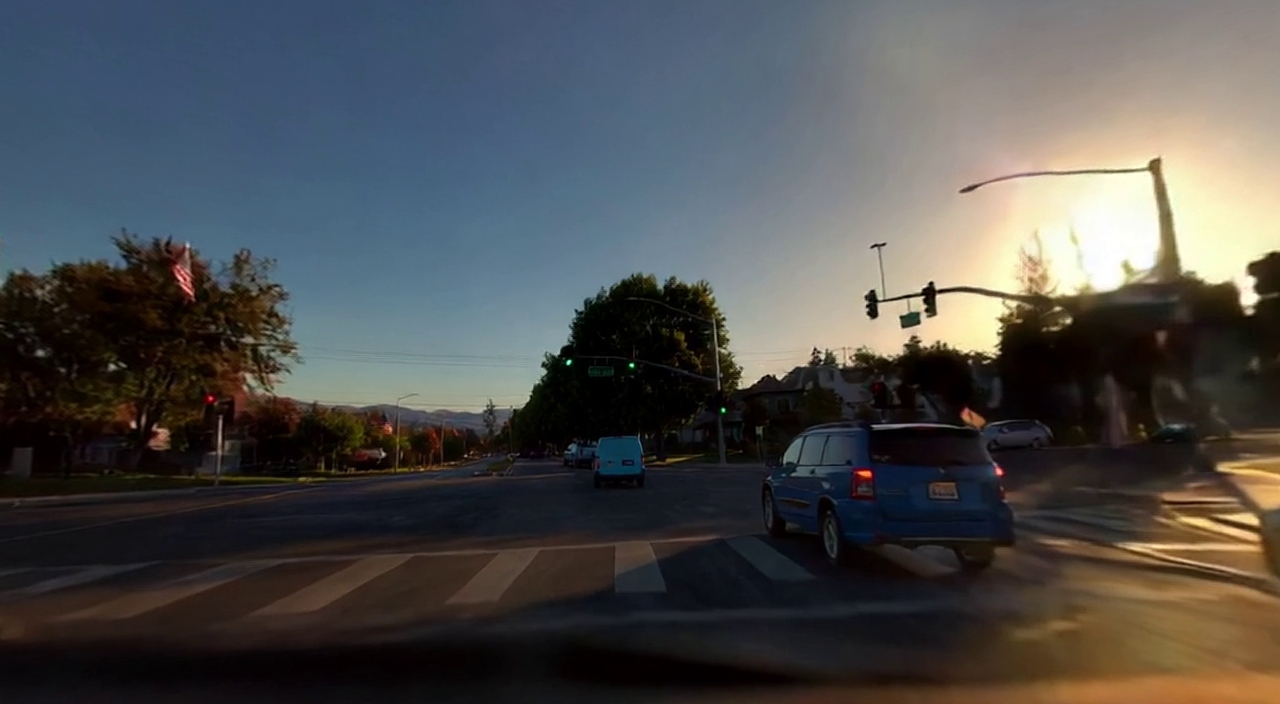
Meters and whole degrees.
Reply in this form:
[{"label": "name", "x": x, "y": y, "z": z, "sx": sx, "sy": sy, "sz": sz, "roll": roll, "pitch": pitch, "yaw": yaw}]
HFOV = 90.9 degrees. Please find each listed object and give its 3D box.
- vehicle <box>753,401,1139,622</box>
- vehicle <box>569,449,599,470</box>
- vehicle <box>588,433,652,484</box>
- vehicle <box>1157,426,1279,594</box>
[{"label": "vehicle", "x": 2.782, "y": 1.562, "z": 7.222, "sx": 2.024, "sy": 1.686, "sz": 4.588, "roll": 0, "pitch": -8, "yaw": -1}, {"label": "vehicle", "x": -4.282, "y": 8.145, "z": 48.047, "sx": 1.887, "sy": 1.458, "sz": 4.275, "roll": 1, "pitch": -9, "yaw": -10}, {"label": "vehicle", "x": -0.901, "y": 4.192, "z": 25.174, "sx": 2.185, "sy": 1.822, "sz": 4.583, "roll": 1, "pitch": -8, "yaw": -7}, {"label": "vehicle", "x": 6.707, "y": 1.232, "z": 4.427, "sx": 2.124, "sy": 1.474, "sz": 4.880, "roll": 0, "pitch": -8, "yaw": 2}]
